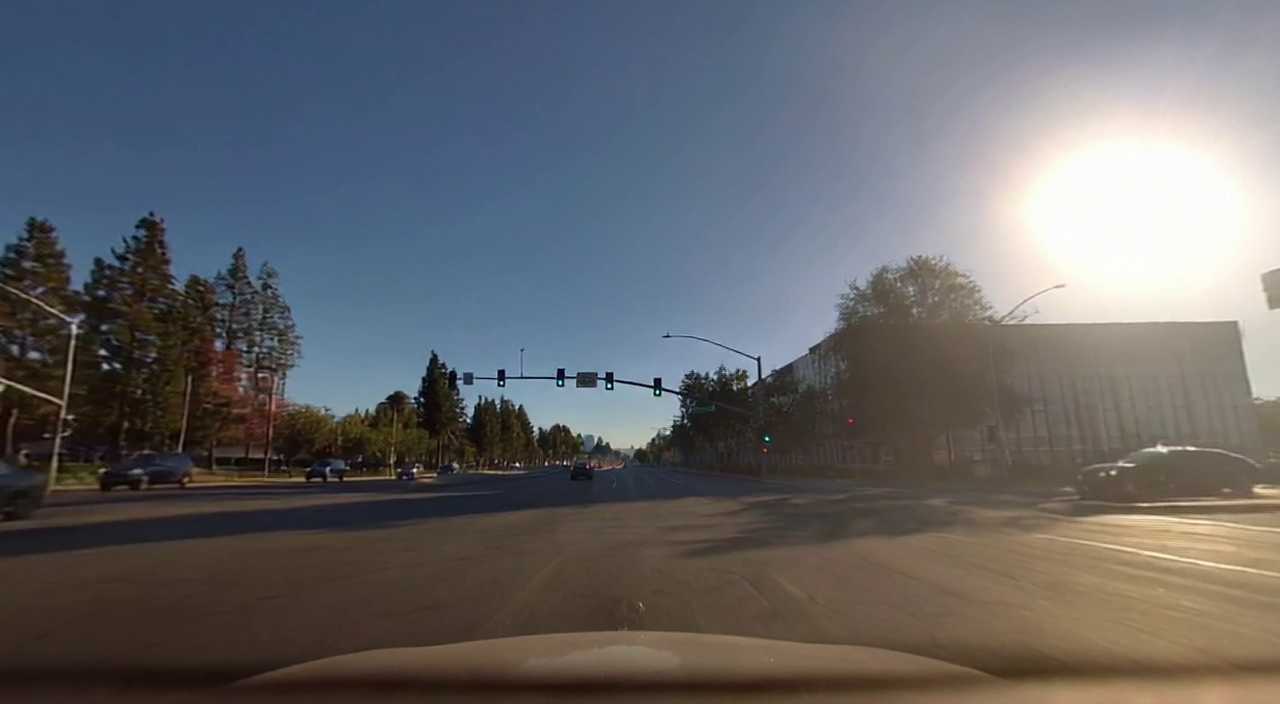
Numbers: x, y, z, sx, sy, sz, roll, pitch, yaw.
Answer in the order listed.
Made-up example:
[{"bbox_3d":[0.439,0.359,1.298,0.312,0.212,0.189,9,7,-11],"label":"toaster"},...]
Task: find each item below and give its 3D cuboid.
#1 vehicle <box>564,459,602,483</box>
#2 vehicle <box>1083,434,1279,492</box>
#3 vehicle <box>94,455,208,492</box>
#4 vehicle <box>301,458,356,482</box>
[{"bbox_3d":[-3.738,7.864,42.021,2.073,1.445,4.151,0,-8,1],"label":"vehicle"},{"bbox_3d":[18.097,3.653,20.971,5.003,1.786,2.369,0,-8,-2],"label":"vehicle"},{"bbox_3d":[-21.575,5.336,28.071,1.945,1.466,3.809,0,-9,1],"label":"vehicle"},{"bbox_3d":[-21.533,8.173,43.858,1.774,1.518,3.953,0,-9,1],"label":"vehicle"}]
